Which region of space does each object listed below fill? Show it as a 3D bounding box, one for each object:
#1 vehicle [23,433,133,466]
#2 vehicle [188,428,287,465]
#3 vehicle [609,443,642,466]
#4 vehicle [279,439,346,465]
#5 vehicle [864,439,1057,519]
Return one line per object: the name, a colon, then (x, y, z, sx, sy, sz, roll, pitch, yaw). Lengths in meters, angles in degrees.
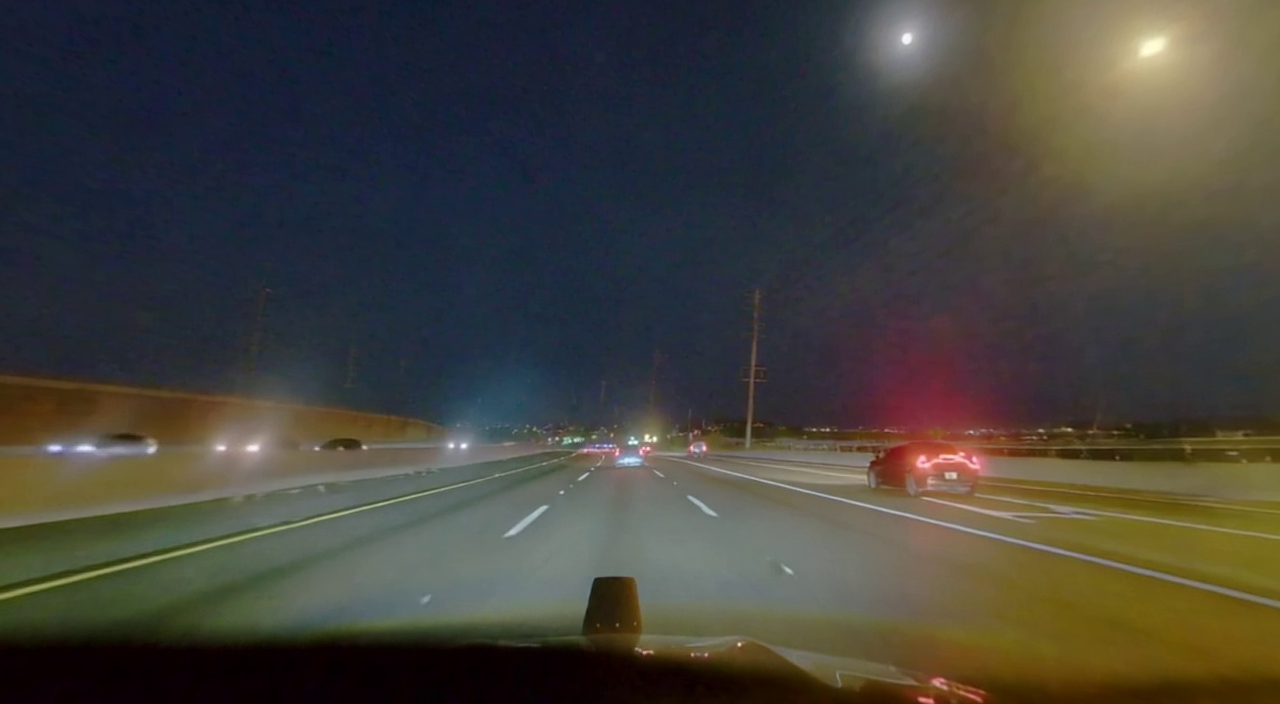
vehicle: (-31.246, 5.452, 35.396, 2.036, 1.697, 4.566, 0, -9, -1)
vehicle: (-24.057, 5.715, 38.202, 2.310, 2.019, 5.765, 0, -9, -2)
vehicle: (-1.036, 6.973, 43.215, 2.109, 1.489, 4.027, 0, -8, -2)
vehicle: (-20.093, 6.169, 39.045, 1.849, 1.498, 4.484, 0, -8, -2)
vehicle: (6.622, 2.639, 13.717, 1.876, 1.451, 4.154, 0, -9, -2)
